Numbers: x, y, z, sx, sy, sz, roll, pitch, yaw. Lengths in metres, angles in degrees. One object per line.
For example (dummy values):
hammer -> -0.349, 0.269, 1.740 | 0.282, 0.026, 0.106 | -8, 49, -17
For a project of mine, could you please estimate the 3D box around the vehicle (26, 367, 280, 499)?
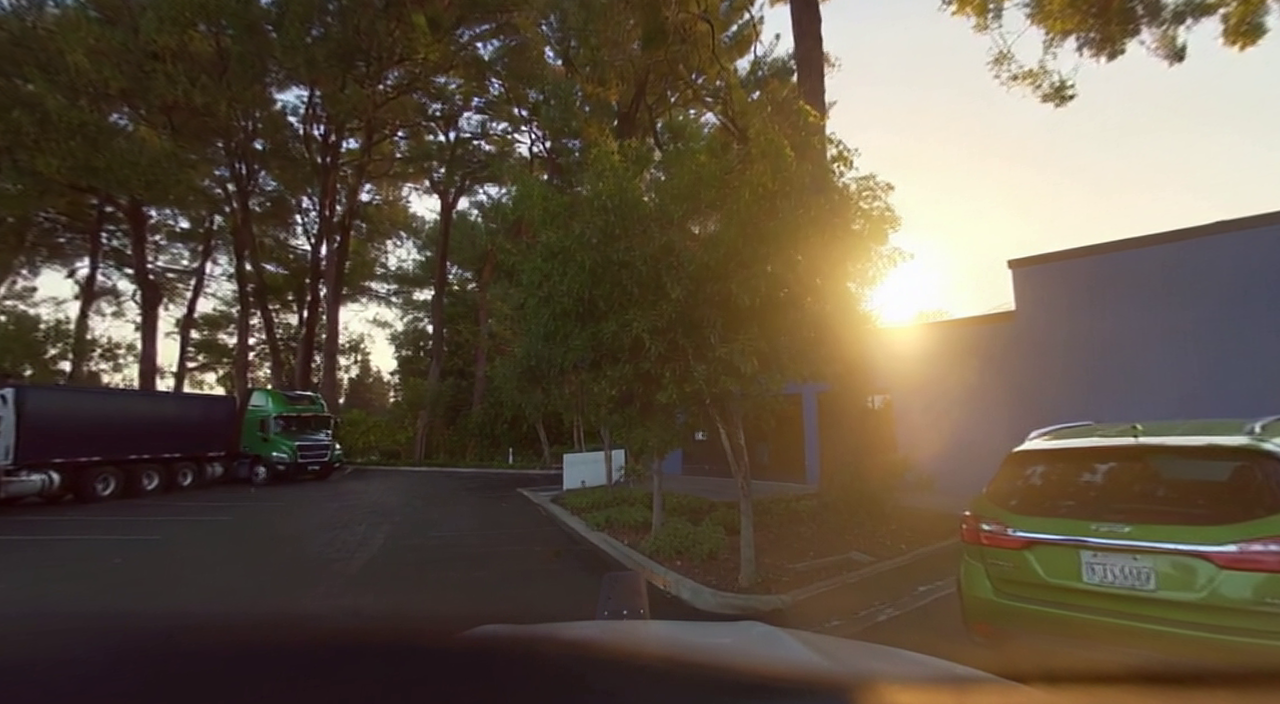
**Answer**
vehicle -> -18.682, 3.162, 23.788 | 11.906, 4.069, 2.948 | -5, -10, 30

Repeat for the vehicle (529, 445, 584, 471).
vehicle -> -5.206, 6.669, 39.820 | 1.809, 1.506, 3.473 | -5, -10, 26

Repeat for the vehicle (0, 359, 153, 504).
vehicle -> -21.009, 2.782, 21.229 | 11.512, 3.871, 3.038 | -6, -10, 31
